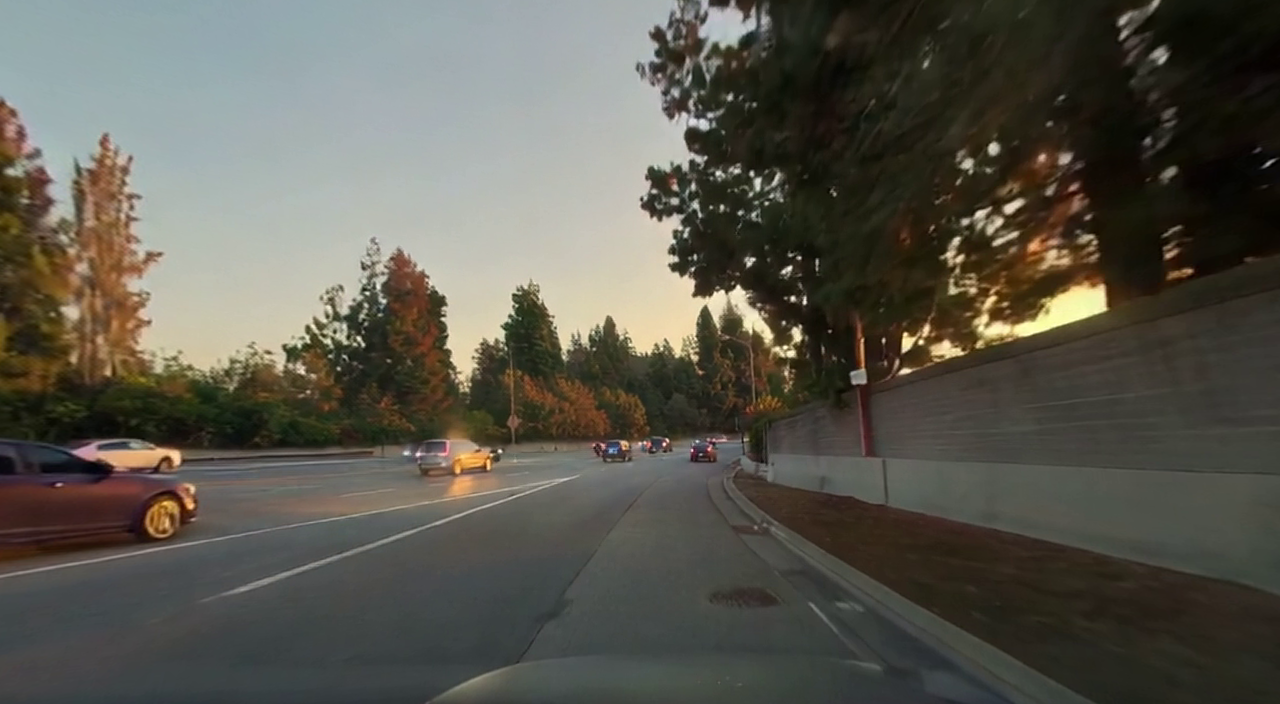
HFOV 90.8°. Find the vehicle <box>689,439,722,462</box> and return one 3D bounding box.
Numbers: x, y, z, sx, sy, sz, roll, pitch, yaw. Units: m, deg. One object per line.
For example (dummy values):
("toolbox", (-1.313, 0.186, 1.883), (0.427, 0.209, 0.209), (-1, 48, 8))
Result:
("vehicle", (5.031, 7.505, 48.230), (2.012, 1.622, 4.166), (-2, -9, 12))

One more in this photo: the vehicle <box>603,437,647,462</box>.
("vehicle", (-1.017, 7.254, 47.126), (2.105, 1.764, 5.109), (-2, -9, 12))

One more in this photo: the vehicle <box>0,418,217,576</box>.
("vehicle", (-7.677, 1.601, 7.172), (2.082, 1.638, 4.644), (-1, -9, 8))

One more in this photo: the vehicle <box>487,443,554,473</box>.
("vehicle", (-6.266, 5.606, 33.646), (1.860, 1.442, 4.332), (-2, -9, 13))

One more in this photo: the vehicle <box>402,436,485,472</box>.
("vehicle", (-10.255, 5.368, 33.390), (2.089, 1.736, 4.662), (-2, -9, 12))
